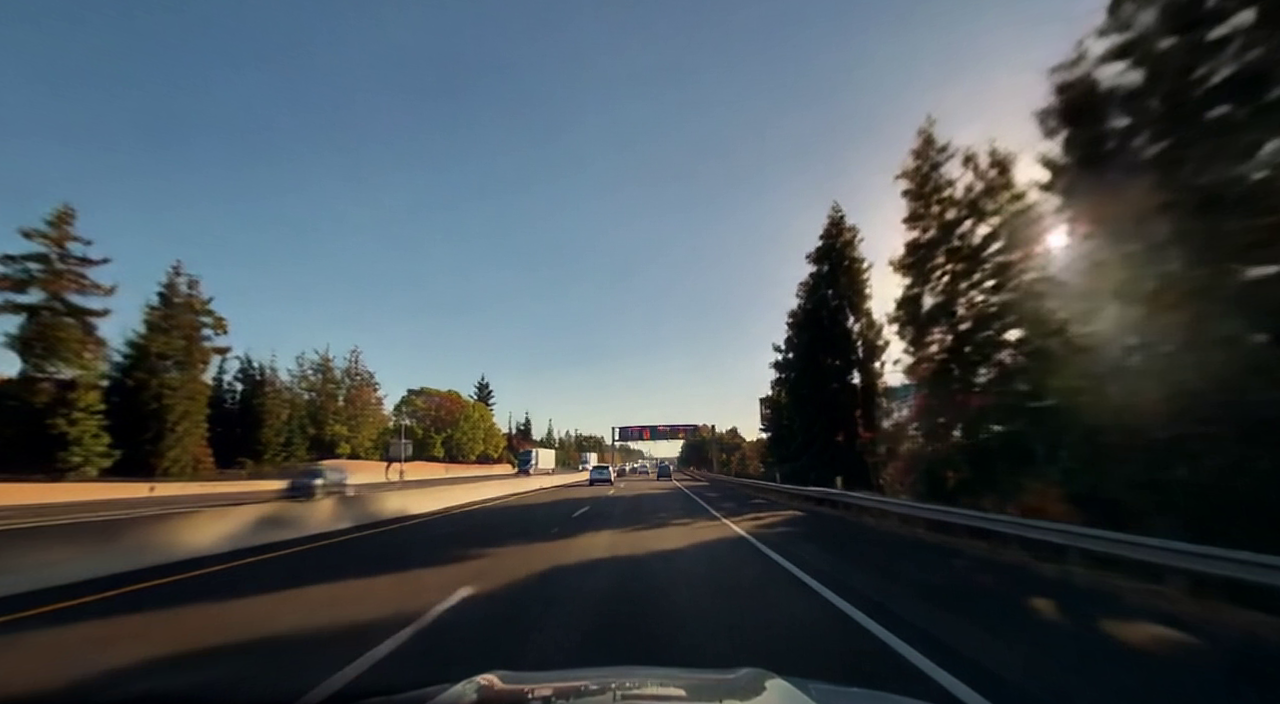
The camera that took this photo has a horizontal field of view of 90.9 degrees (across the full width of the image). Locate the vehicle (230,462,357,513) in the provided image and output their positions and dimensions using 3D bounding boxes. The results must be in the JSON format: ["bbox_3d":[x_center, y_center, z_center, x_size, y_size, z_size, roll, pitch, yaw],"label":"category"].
[{"bbox_3d":[-12.652,4.957,23.423,1.984,1.649,4.572,1,-10,1],"label":"vehicle"}]

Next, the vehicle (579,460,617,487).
[{"bbox_3d":[-2.863,8.489,44.112,2.160,1.721,4.368,0,-10,3],"label":"vehicle"}]
